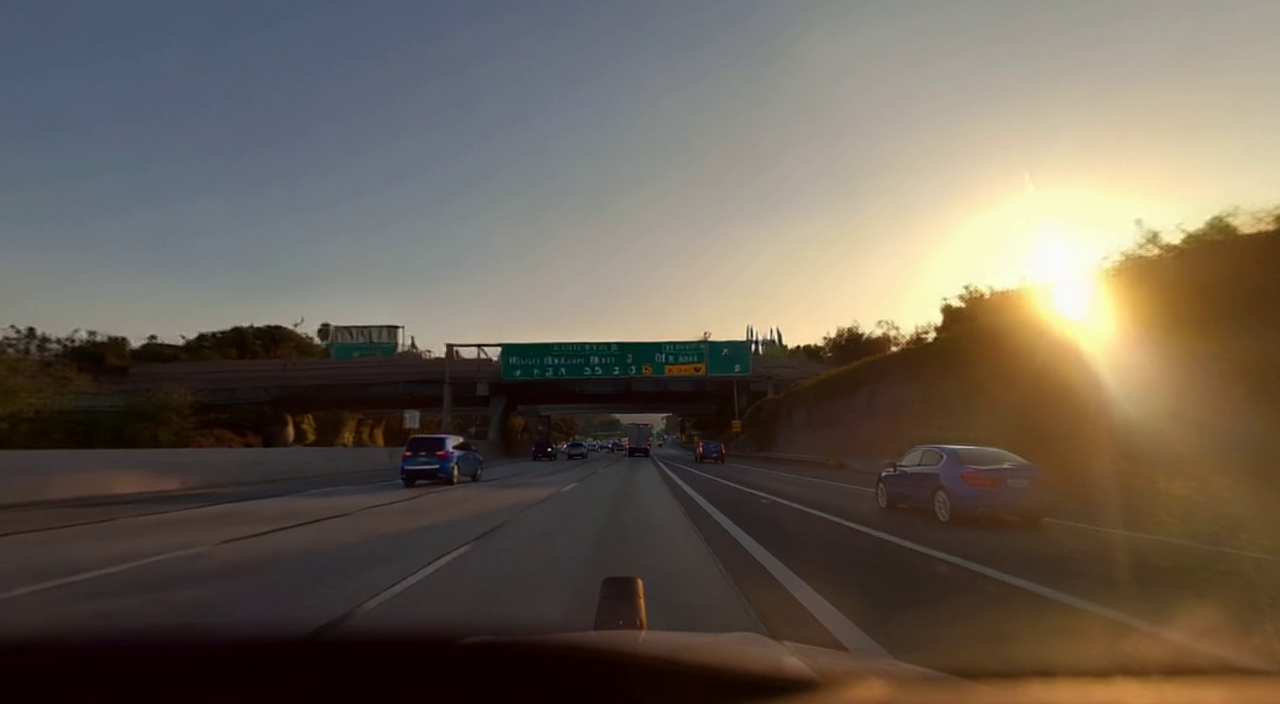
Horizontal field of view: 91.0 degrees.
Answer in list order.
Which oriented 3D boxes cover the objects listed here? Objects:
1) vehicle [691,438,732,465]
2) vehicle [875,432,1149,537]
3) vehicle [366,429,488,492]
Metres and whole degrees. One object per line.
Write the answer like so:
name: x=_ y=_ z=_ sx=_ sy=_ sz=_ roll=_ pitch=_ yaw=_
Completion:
vehicle: x=5.222 y=7.363 z=46.710 sx=2.220 sy=1.898 sz=4.752 roll=0 pitch=-9 yaw=-3
vehicle: x=6.322 y=2.286 z=11.553 sx=2.075 sy=1.510 sz=4.569 roll=0 pitch=-9 yaw=-3
vehicle: x=-6.619 y=3.442 z=20.308 sx=2.179 sy=1.753 sz=4.999 roll=0 pitch=-9 yaw=0
